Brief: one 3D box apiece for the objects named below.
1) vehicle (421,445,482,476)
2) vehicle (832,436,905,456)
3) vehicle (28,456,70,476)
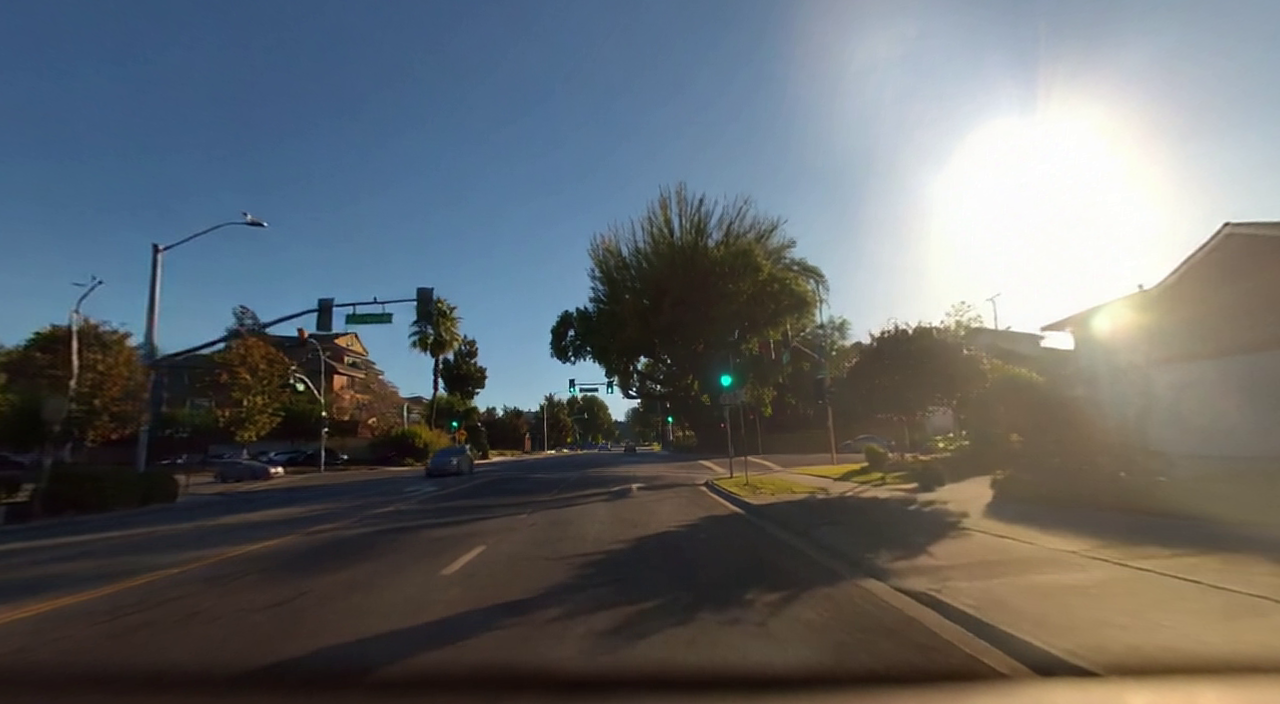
[{"bbox_3d":[-10.324,5.939,34.875,2.035,1.461,4.465,-4,-8,-1],"label":"vehicle"},{"bbox_3d":[16.605,6.875,46.189,4.720,1.410,1.784,-1,-9,9],"label":"vehicle"},{"bbox_3d":[-46.393,8.926,49.645,2.023,1.437,4.102,8,-11,-39],"label":"vehicle"}]
